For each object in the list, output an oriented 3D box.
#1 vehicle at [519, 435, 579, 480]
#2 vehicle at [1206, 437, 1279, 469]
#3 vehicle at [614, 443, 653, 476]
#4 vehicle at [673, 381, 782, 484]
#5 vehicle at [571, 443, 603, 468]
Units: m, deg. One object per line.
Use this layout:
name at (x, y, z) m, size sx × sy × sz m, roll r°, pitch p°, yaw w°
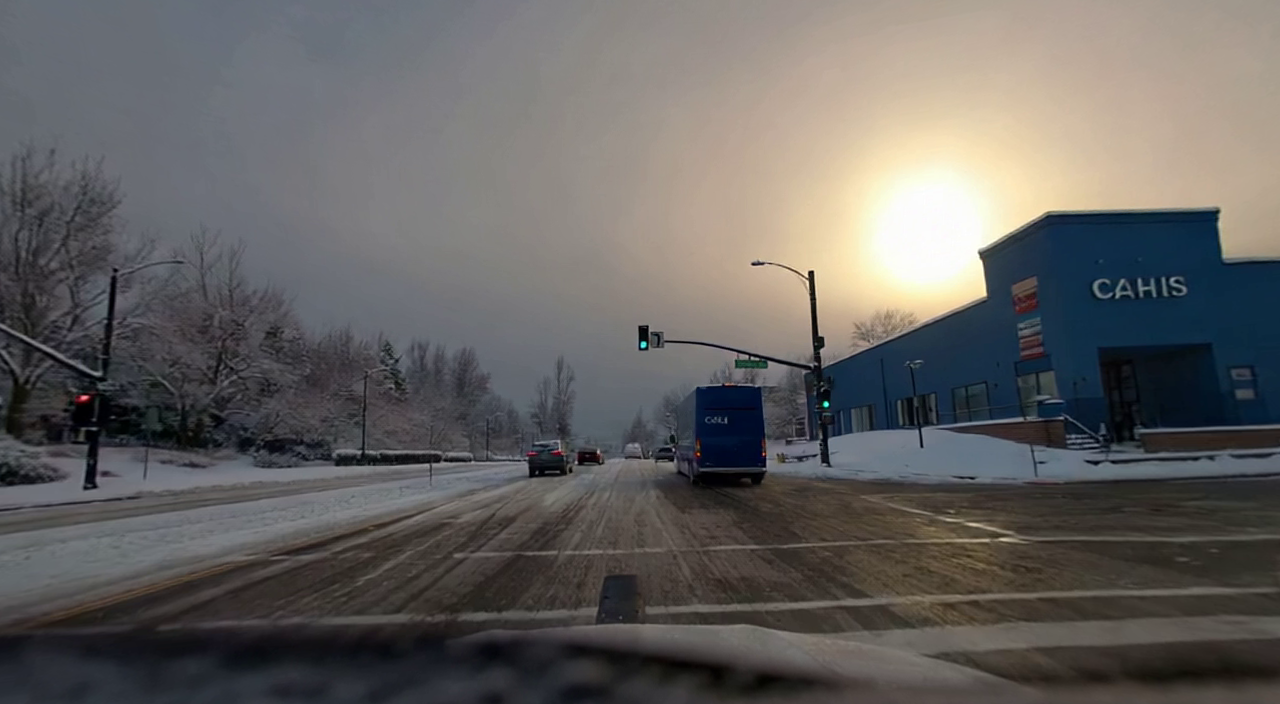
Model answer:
vehicle at (-4.027, 4.760, 28.656) m, size 2.035 × 1.867 × 4.607 m, roll 0°, pitch -9°, yaw 0°
vehicle at (32.653, 5.300, 33.111) m, size 1.761 × 1.547 × 3.972 m, roll 1°, pitch -9°, yaw -8°
vehicle at (-0.313, 5.369, 31.619) m, size 1.846 × 1.528 × 4.348 m, roll 0°, pitch -9°, yaw 0°
vehicle at (3.411, 3.668, 27.928) m, size 3.003 × 3.680 × 10.684 m, roll 0°, pitch -9°, yaw -2°
vehicle at (-3.792, 7.475, 45.559) m, size 1.950 × 1.665 × 4.203 m, roll 0°, pitch -9°, yaw 0°
